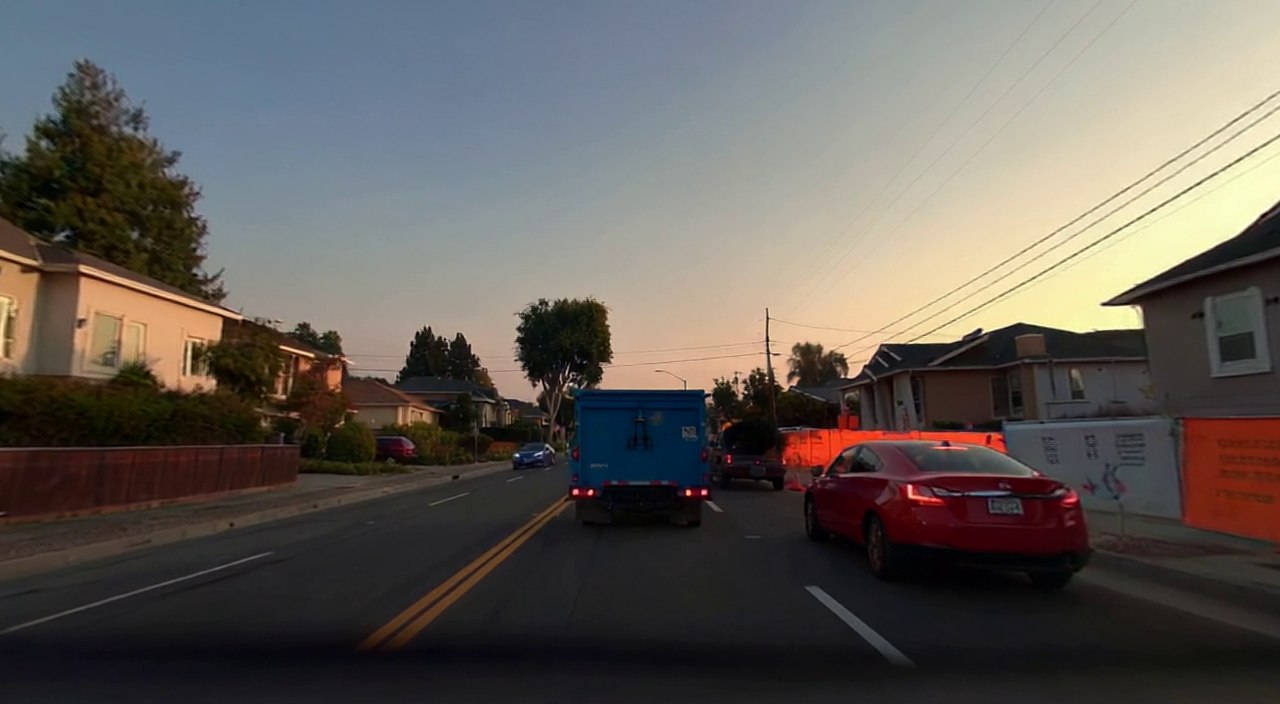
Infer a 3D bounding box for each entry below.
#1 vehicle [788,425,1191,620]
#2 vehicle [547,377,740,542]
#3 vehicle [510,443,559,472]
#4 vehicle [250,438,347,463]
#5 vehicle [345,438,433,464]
[{"bbox_3d":[3.257,1.659,7.182,2.010,1.499,4.481,0,-8,0],"label":"vehicle"},{"bbox_3d":[0.083,2.005,12.270,2.751,2.361,6.347,0,-8,1],"label":"vehicle"},{"bbox_3d":[-5.940,5.970,35.880,1.953,1.528,4.492,0,-8,1],"label":"vehicle"},{"bbox_3d":[-20.321,5.878,37.446,4.706,1.468,1.817,-1,-8,3],"label":"vehicle"},{"bbox_3d":[-15.012,5.945,37.739,4.490,1.500,1.875,0,-8,-2],"label":"vehicle"}]
